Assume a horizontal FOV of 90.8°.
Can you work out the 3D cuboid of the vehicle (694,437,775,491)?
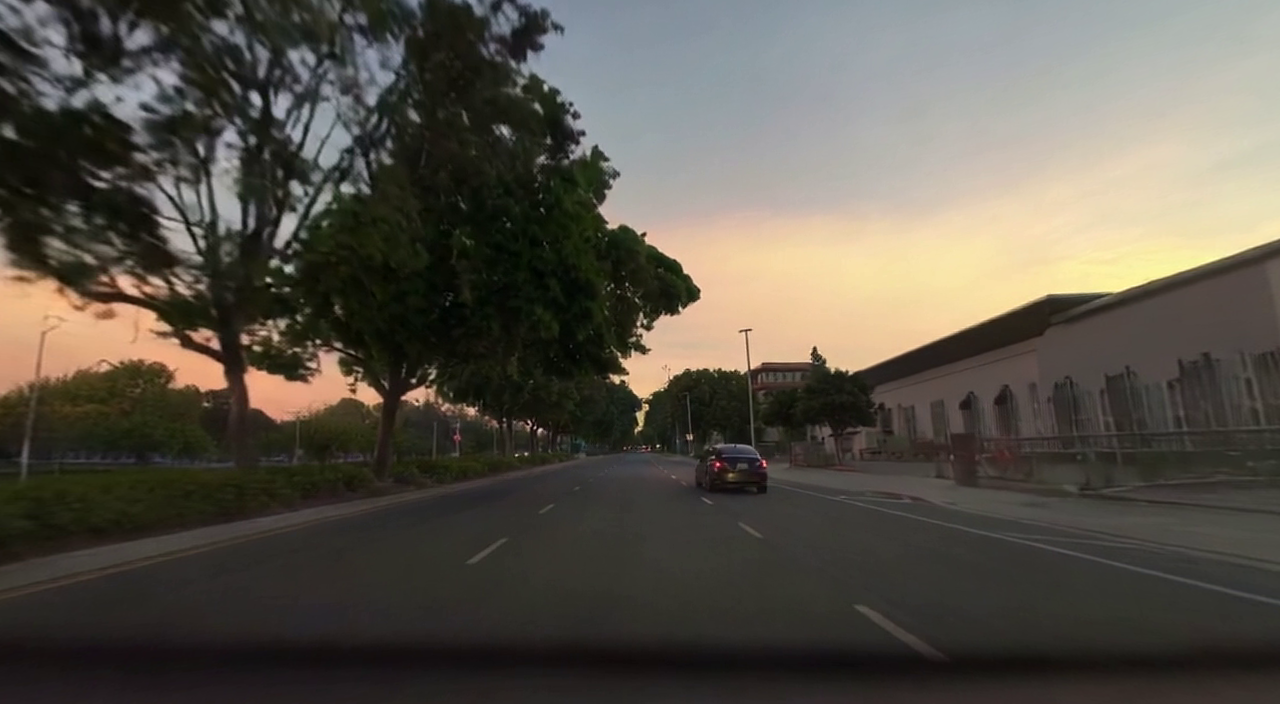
[{"bbox_3d":[3.240,3.942,22.607,2.083,1.743,4.354,0,-8,-2],"label":"vehicle"}]
